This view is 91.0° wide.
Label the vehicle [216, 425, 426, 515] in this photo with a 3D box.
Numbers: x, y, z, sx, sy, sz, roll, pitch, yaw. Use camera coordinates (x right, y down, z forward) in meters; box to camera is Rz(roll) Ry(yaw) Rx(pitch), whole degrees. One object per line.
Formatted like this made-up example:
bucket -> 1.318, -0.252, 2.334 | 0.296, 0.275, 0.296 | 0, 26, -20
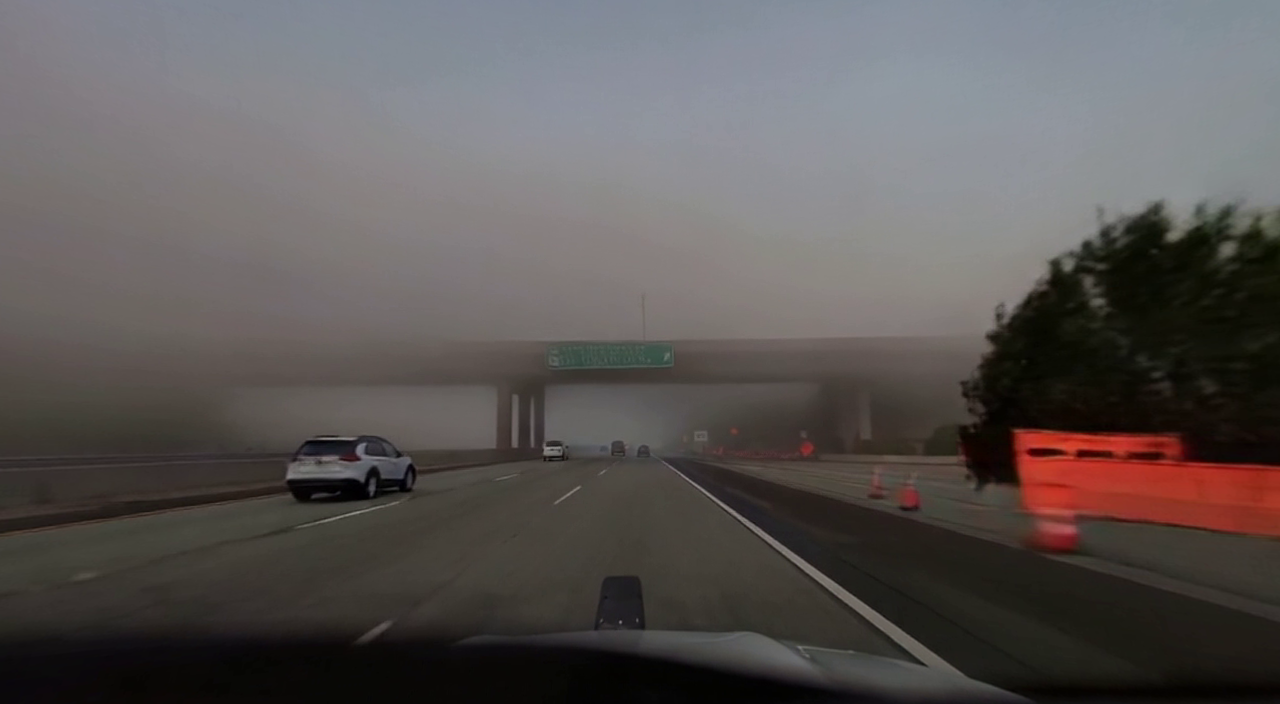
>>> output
vehicle -> -6.993, 2.641, 14.659 | 2.169, 1.701, 5.113 | 0, -8, 0
